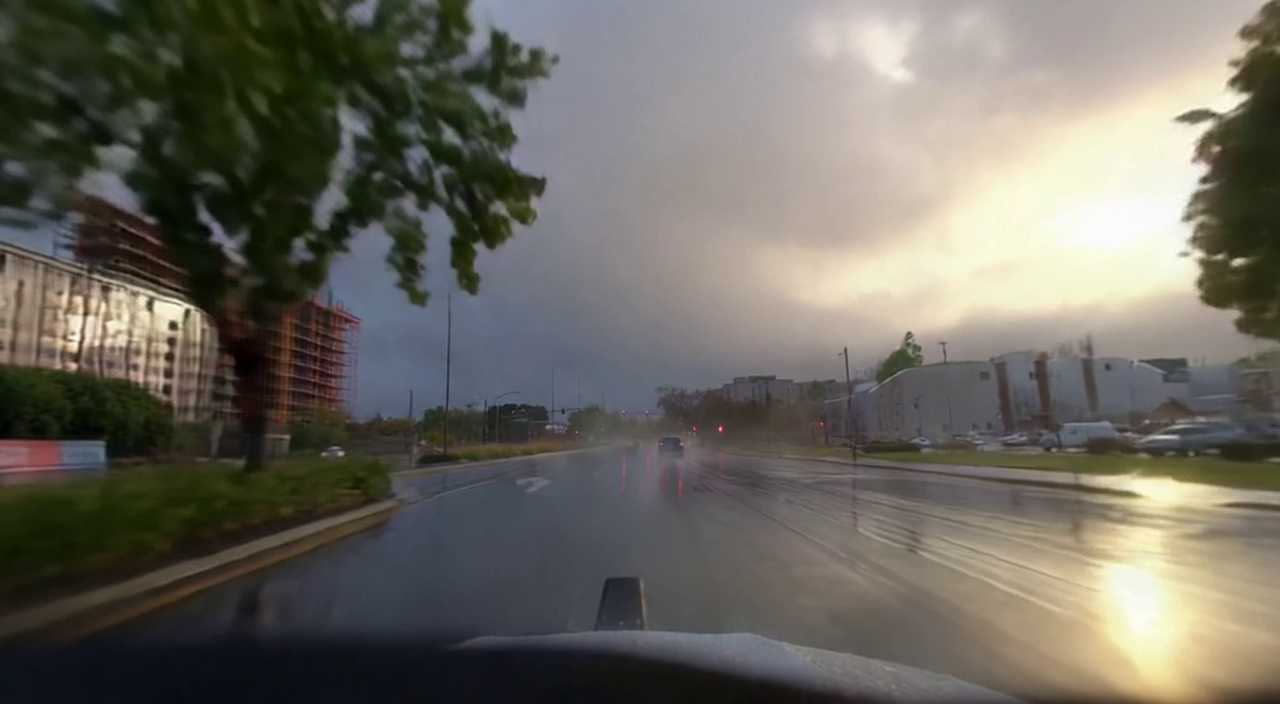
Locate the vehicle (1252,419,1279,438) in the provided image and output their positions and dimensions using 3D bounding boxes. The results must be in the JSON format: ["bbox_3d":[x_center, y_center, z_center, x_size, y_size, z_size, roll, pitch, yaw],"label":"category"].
[{"bbox_3d":[49.393,5.998,49.327,1.864,1.390,4.393,-8,-11,39],"label":"vehicle"}]
